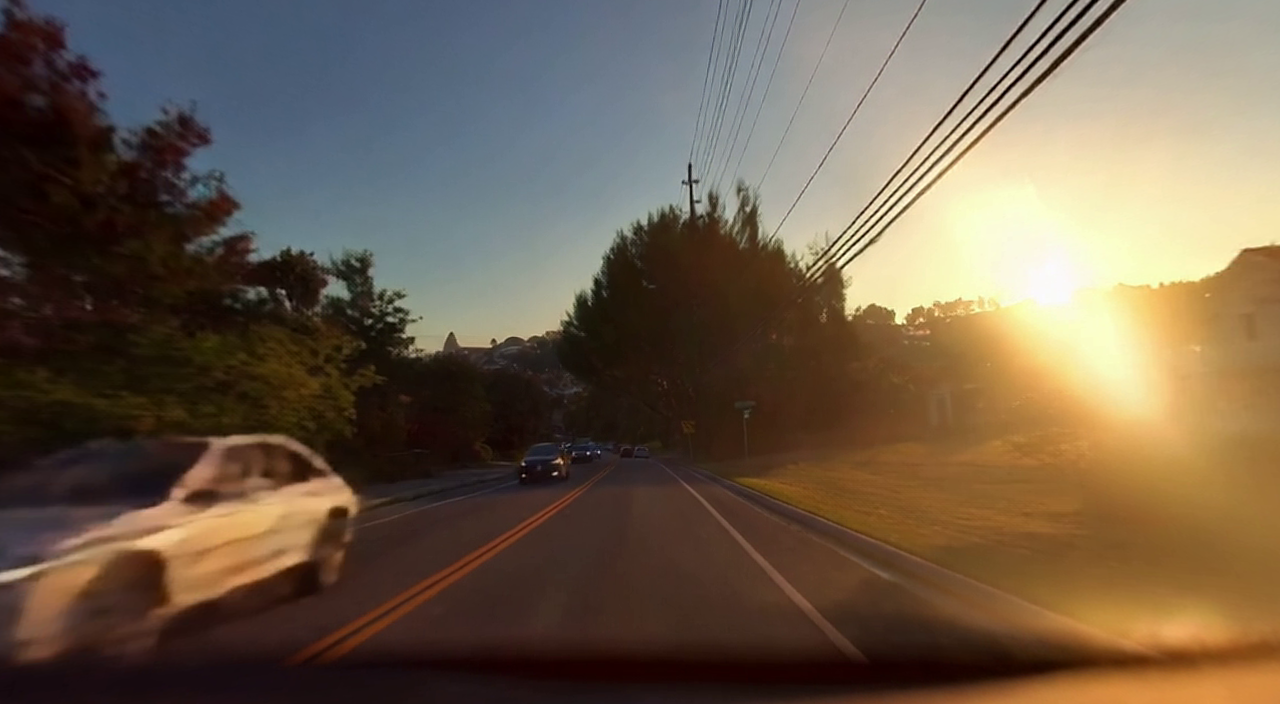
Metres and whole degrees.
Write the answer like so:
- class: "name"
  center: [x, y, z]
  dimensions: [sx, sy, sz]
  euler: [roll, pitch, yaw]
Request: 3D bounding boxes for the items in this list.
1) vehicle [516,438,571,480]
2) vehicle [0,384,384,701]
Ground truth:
- class: "vehicle"
  center: [-4.456, 5.016, 29.851]
  dimensions: [1.968, 1.813, 4.409]
  euler: [0, -8, -1]
- class: "vehicle"
  center: [-4.583, 1.475, 6.132]
  dimensions: [2.225, 1.872, 4.588]
  euler: [0, -8, 0]
